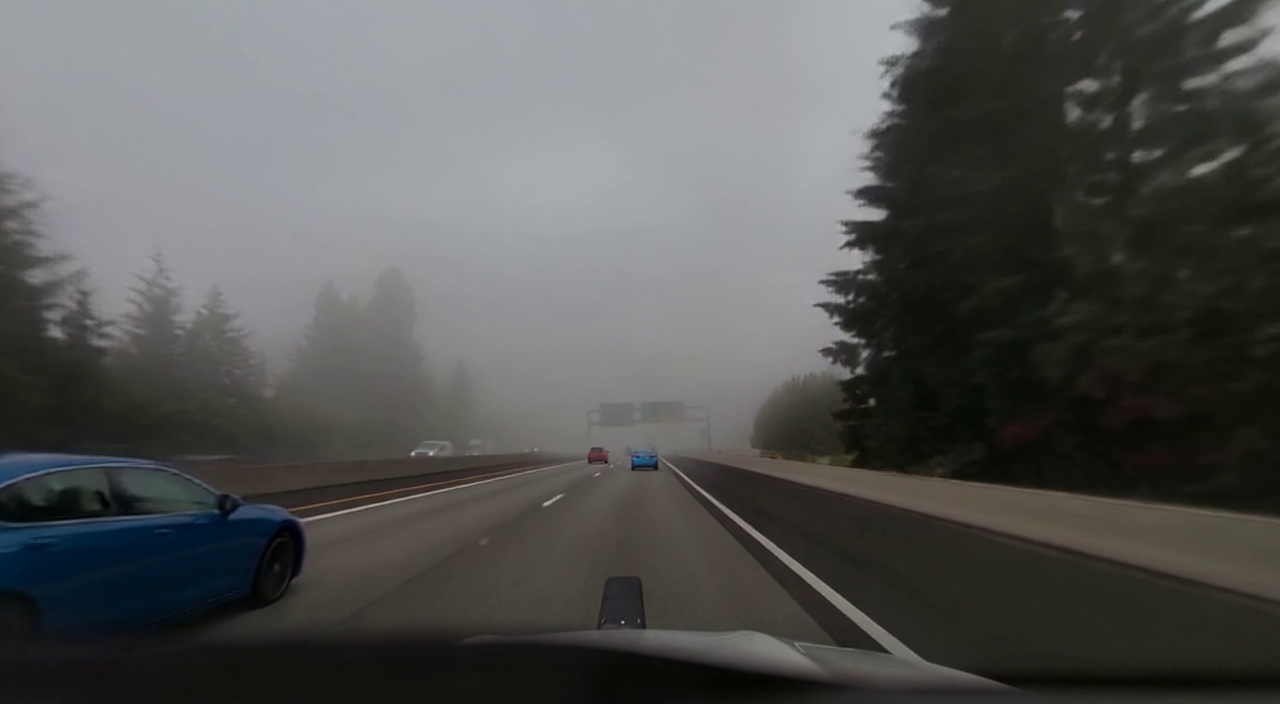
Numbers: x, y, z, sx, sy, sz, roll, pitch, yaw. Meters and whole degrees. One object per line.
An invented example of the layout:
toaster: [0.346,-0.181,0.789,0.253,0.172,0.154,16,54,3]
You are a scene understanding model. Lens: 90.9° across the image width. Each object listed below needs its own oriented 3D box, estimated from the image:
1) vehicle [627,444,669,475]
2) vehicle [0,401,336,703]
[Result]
vehicle: [0.388,5.365,31.665,2.002,1.449,3.612,0,-9,0]
vehicle: [-3.814,1.088,3.567,2.062,1.474,4.151,0,-9,1]
